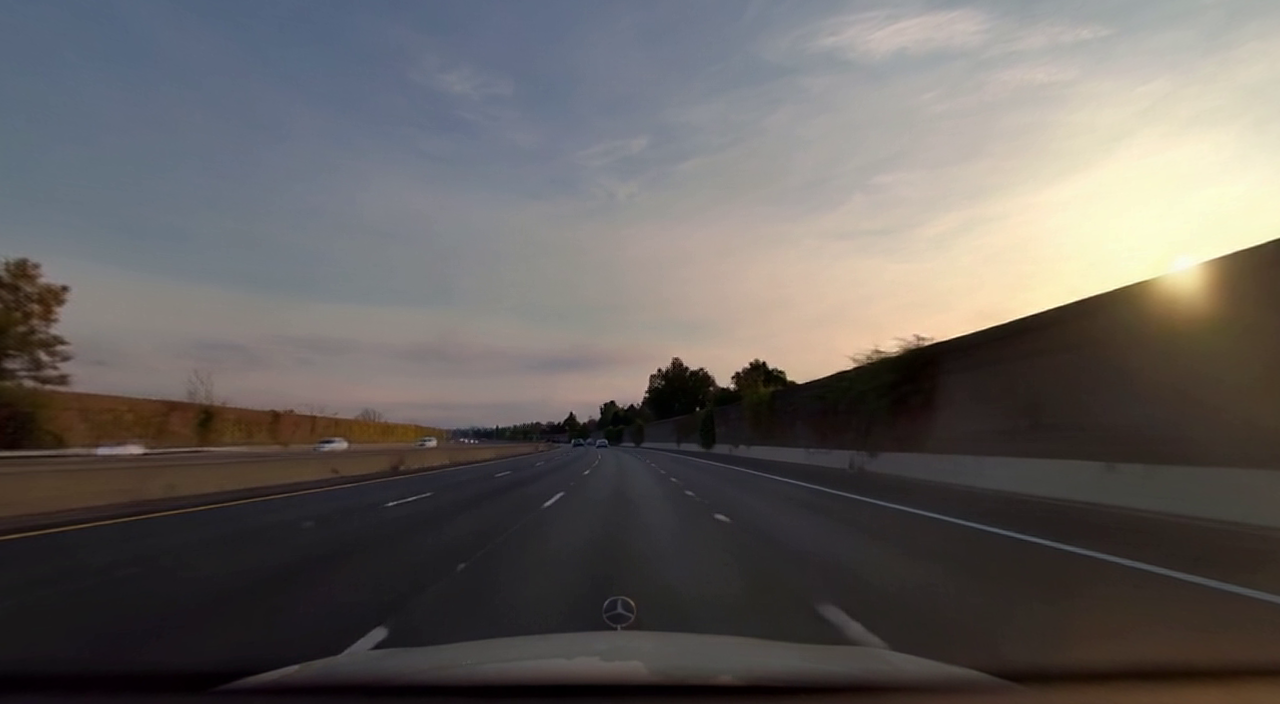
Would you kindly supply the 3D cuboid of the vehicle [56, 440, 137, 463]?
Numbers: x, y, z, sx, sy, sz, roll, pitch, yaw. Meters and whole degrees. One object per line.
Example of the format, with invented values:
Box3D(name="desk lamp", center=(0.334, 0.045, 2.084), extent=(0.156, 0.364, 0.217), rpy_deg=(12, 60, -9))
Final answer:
Box3D(name="vehicle", center=(-38.464, 7.025, 44.879), extent=(1.805, 1.506, 4.667), rpy_deg=(0, -8, -3))
